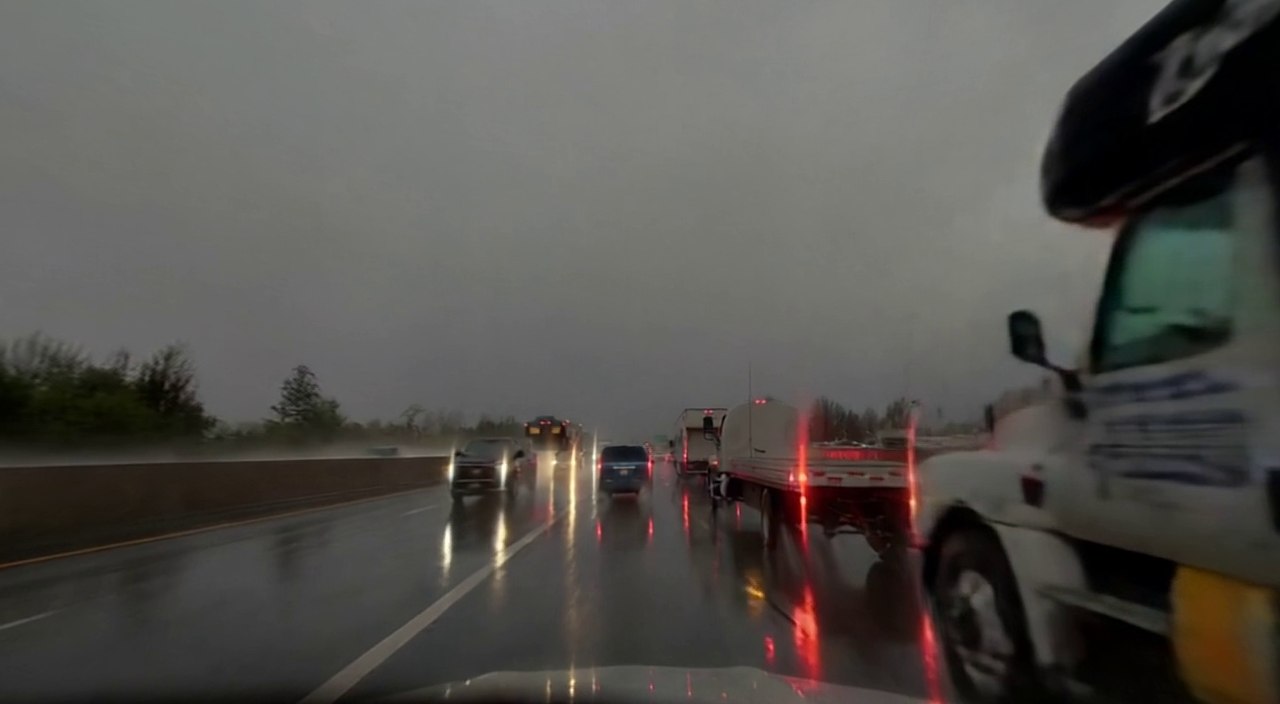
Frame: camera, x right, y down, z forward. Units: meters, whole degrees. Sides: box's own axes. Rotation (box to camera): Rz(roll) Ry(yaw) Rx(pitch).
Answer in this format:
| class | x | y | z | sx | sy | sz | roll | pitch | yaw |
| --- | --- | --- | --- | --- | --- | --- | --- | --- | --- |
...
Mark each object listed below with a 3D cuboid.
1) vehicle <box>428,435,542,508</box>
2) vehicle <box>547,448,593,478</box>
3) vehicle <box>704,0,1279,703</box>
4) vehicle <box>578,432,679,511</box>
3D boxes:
| class | x | y | z | sx | sy | sz | roll | pitch | yaw |
| --- | --- | --- | --- | --- | --- | --- | --- | --- | --- |
| vehicle | -4.043 | 3.188 | 17.245 | 2.074 | 1.717 | 4.089 | 0 | -9 | 0 |
| vehicle | -3.771 | 6.087 | 34.809 | 1.980 | 1.499 | 3.944 | 0 | -9 | 1 |
| vehicle | 2.932 | 0.167 | 5.935 | 2.934 | 4.123 | 15.785 | 0 | -9 | 0 |
| vehicle | -0.275 | 2.938 | 15.923 | 2.201 | 1.719 | 4.058 | 0 | -9 | -1 |
